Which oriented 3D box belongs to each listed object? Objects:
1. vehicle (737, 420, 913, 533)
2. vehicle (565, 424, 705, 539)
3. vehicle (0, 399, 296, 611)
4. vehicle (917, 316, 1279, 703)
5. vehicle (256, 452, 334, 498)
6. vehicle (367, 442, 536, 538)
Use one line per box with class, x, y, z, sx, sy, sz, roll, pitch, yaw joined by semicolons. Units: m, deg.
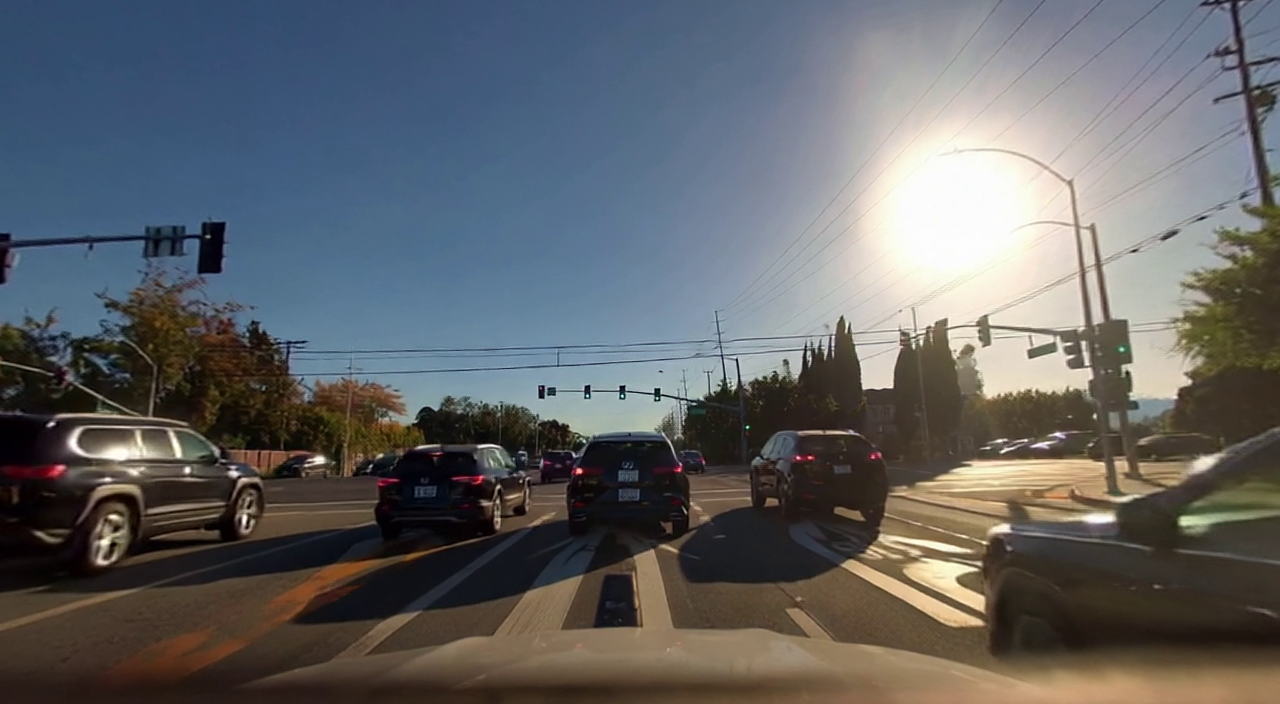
vehicle;3.320;2.355;12.479;1.999;1.789;4.583;0;-9;-1
vehicle;-0.069;2.268;11.627;2.111;1.712;4.078;0;-9;0
vehicle;-6.553;1.652;7.666;2.116;1.812;4.609;0;-9;0
vehicle;2.756;0.727;1.632;2.034;1.655;4.465;0;-9;0
vehicle;-12.803;4.527;23.699;1.974;1.491;4.450;4;-9;-22
vehicle;-3.293;2.489;12.079;1.881;1.466;4.484;0;-9;0
